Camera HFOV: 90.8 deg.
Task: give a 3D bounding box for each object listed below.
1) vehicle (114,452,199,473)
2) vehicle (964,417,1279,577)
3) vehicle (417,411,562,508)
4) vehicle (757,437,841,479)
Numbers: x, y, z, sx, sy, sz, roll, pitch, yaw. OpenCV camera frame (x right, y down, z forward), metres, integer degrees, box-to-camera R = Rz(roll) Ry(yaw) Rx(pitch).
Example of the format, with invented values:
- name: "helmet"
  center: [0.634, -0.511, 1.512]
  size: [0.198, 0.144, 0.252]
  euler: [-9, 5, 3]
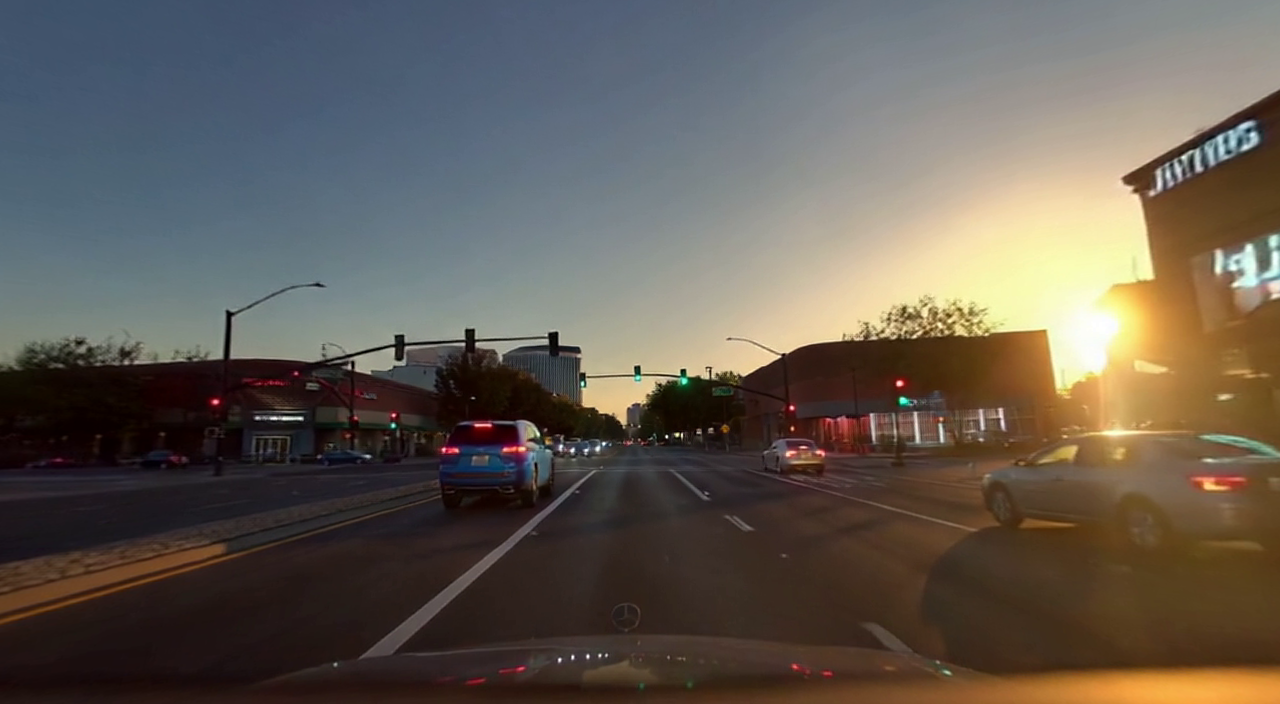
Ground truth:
- name: "vehicle"
  center: [-35.882, 8.192, 46.969]
  size: [4.733, 1.500, 1.814]
  euler: [0, -8, -1]
- name: "vehicle"
  center: [6.753, 1.760, 8.635]
  size: [2.014, 1.539, 4.852]
  euler: [0, -8, -1]
- name: "vehicle"
  center: [-3.289, 2.500, 15.094]
  size: [2.313, 1.883, 5.016]
  euler: [0, -8, -1]
- name: "vehicle"
  center: [6.138, 4.146, 25.034]
  size: [1.972, 1.476, 4.775]
  euler: [0, -8, -2]
